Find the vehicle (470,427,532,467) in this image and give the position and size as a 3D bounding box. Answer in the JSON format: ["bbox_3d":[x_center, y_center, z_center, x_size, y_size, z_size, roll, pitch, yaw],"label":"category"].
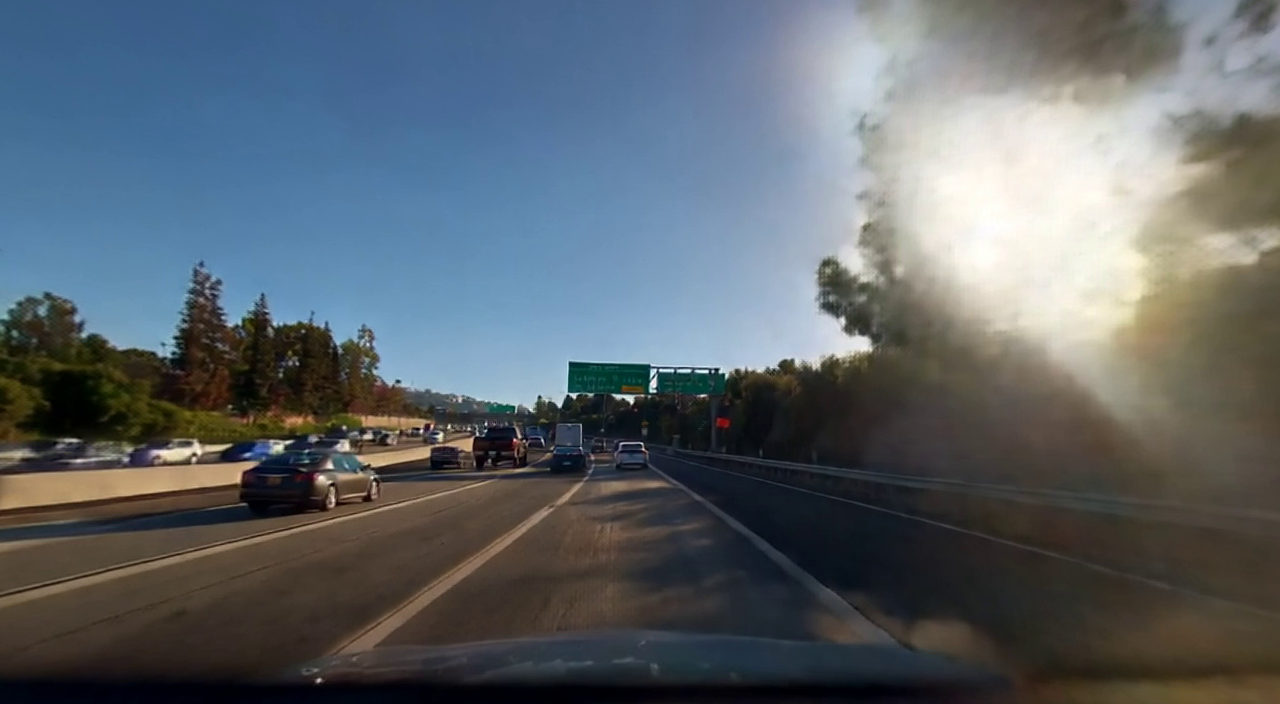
[{"bbox_3d":[-8.782,6.090,40.594,2.773,2.402,6.232,0,-8,-2],"label":"vehicle"}]

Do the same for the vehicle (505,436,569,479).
[{"bbox_3d":[-4.160,4.335,26.215,2.005,1.631,4.295,0,-8,-1],"label":"vehicle"}]

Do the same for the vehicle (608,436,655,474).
[{"bbox_3d":[-0.417,4.840,29.957,2.092,1.671,3.772,0,-8,-2],"label":"vehicle"}]

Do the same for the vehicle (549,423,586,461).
[{"bbox_3d":[-5.357,6.732,47.315,2.279,2.672,5.256,0,-8,-2],"label":"vehicle"}]

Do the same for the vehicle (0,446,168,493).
[{"bbox_3d":[-19.681,4.121,22.677,1.951,1.471,4.676,0,-8,-3],"label":"vehicle"}]

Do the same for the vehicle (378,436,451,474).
[{"bbox_3d":[-11.805,5.408,33.391,2.079,1.807,5.187,0,-8,-2],"label":"vehicle"}]

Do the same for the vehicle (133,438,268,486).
[{"bbox_3d":[-16.063,4.009,23.400,1.926,1.587,4.354,0,-8,-2],"label":"vehicle"}]

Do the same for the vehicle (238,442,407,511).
[{"bbox_3d":[-7.622,2.990,15.754,1.896,1.465,4.399,0,-8,1],"label":"vehicle"}]
